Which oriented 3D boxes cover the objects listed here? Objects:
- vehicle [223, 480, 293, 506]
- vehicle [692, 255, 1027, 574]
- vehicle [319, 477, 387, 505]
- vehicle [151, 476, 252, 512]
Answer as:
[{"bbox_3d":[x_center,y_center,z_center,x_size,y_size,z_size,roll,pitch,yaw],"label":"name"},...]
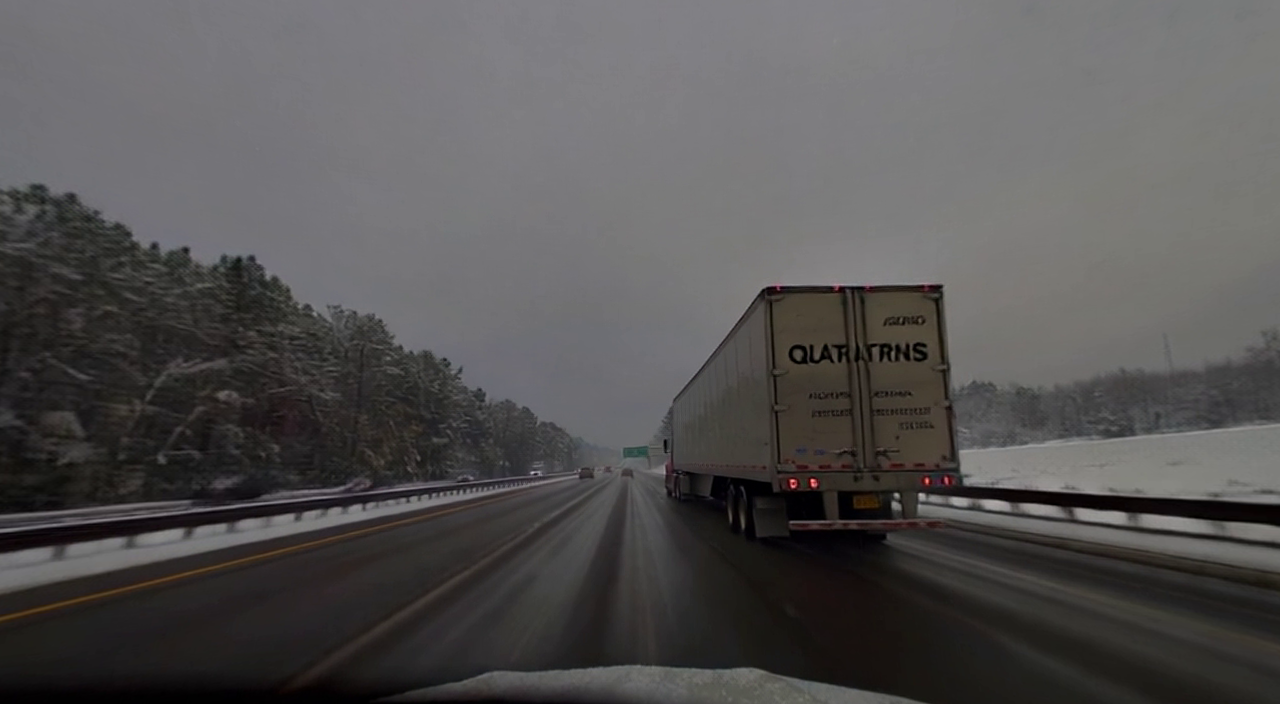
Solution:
[{"bbox_3d":[-21.840,8.057,36.162,1.758,1.359,3.467,0,-11,2],"label":"vehicle"},{"bbox_3d":[3.152,1.694,13.272,2.871,4.032,10.642,1,-11,-2],"label":"vehicle"},{"bbox_3d":[-17.286,8.382,38.211,1.885,1.474,4.731,0,-11,0],"label":"vehicle"},{"bbox_3d":[-21.733,7.020,31.462,1.795,1.576,4.451,0,-11,0],"label":"vehicle"}]
